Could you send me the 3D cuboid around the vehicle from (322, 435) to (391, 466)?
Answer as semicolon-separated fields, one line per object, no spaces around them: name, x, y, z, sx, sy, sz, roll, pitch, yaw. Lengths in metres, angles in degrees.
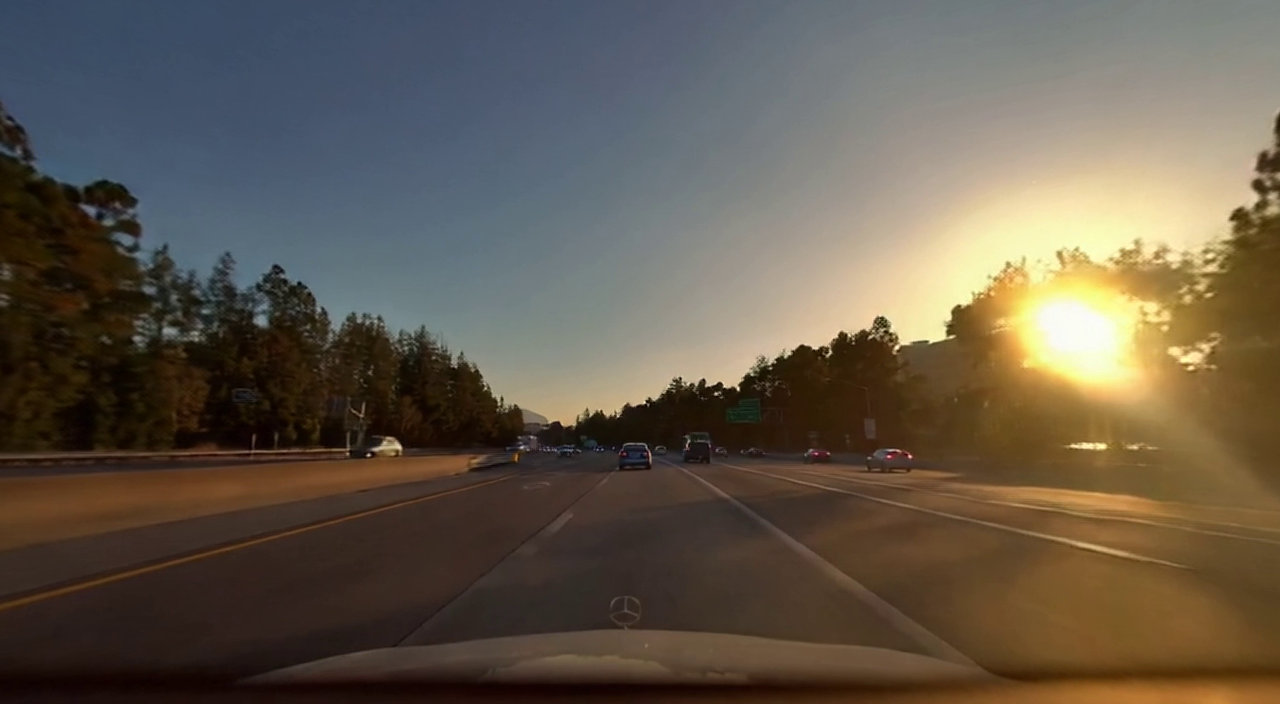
vehicle;-17.981;6.258;40.263;2.130;1.820;4.797;0;-9;0

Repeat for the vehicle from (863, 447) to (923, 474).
vehicle;14.996;6.415;37.634;1.872;1.459;4.502;0;-9;2

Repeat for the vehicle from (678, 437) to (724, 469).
vehicle;4.038;6.854;43.105;2.505;2.020;5.532;0;-9;-1

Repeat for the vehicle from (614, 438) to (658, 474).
vehicle;-0.182;5.369;32.707;2.105;1.711;4.293;0;-8;0
